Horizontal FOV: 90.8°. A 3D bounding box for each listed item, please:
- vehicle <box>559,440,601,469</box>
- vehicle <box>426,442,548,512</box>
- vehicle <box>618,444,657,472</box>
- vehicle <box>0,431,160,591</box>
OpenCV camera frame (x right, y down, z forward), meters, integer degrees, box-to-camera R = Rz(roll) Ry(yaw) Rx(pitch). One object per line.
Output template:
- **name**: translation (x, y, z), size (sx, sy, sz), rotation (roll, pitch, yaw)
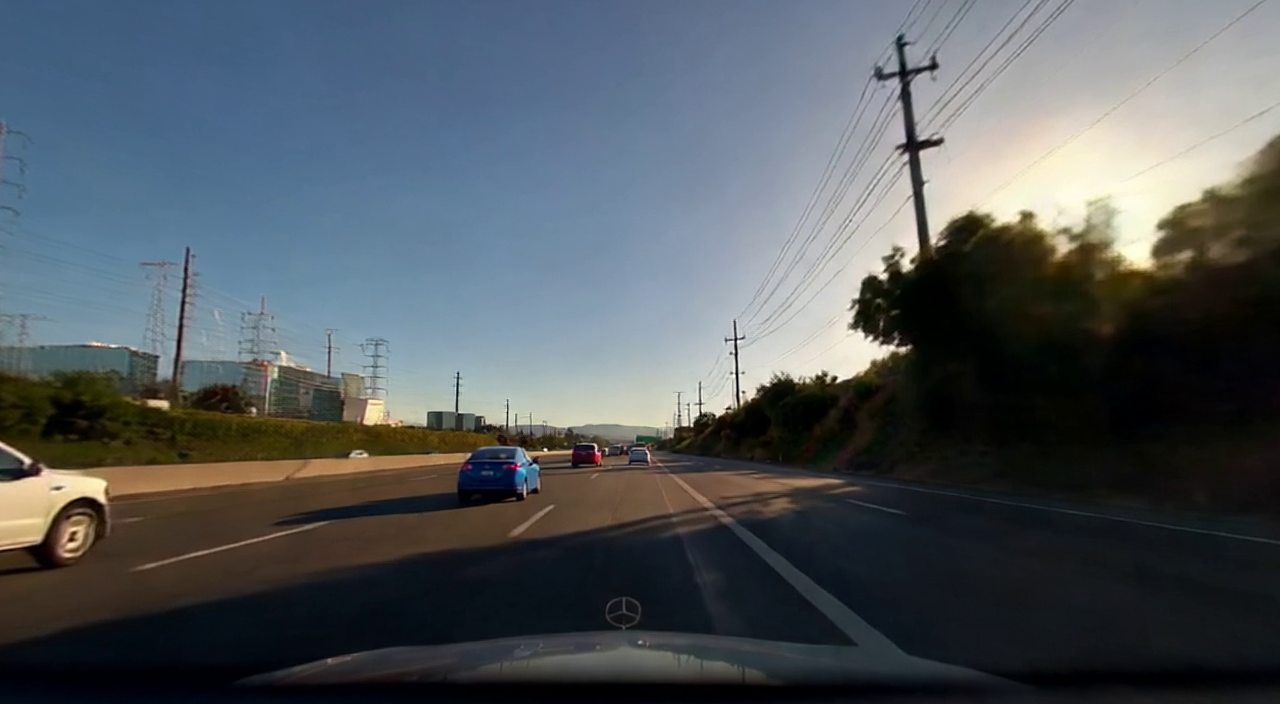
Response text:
- **vehicle**: translation (-3.822, 6.602, 40.824), size (2.244, 1.752, 4.439), rotation (0, -8, 0)
- **vehicle**: translation (-3.575, 2.976, 15.584), size (1.938, 1.444, 4.206), rotation (0, -8, 0)
- **vehicle**: translation (-0.140, 5.857, 35.099), size (2.030, 1.471, 4.115), rotation (0, -8, 0)
- **vehicle**: translation (-7.021, 1.433, 5.502), size (1.959, 1.496, 4.740), rotation (0, -8, 0)
